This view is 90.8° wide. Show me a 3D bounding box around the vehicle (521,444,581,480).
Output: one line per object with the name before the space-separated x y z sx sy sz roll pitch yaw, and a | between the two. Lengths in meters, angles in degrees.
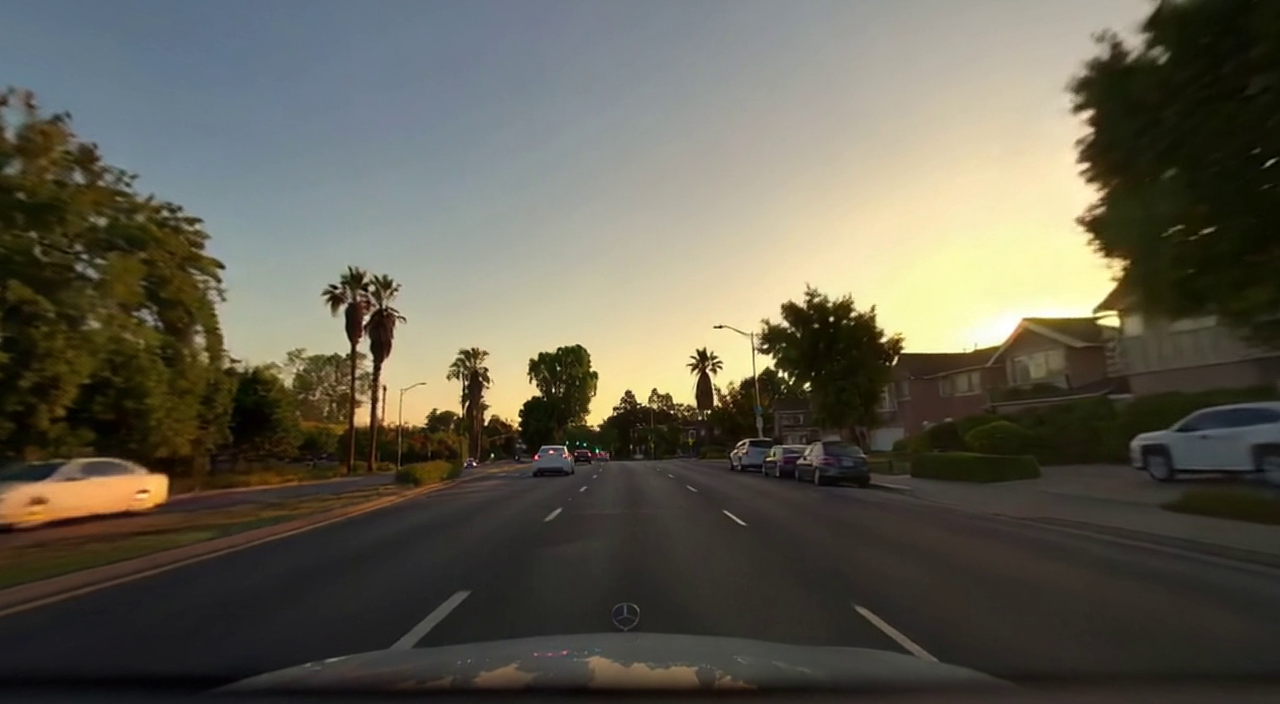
vehicle | -3.883 4.896 28.499 2.108 1.475 4.555 1 -9 -1

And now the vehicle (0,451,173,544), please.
vehicle | -11.846 2.808 12.581 2.152 1.509 3.954 -3 -8 -2

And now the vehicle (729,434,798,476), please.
vehicle | 6.459 5.484 33.977 2.418 2.004 6.128 1 -9 -1

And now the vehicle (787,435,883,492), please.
vehicle | 6.568 3.802 21.869 1.962 1.725 4.257 0 -9 0

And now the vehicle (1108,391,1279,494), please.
vehicle | 13.208 1.839 13.222 2.370 1.936 5.507 -3 -8 -2
